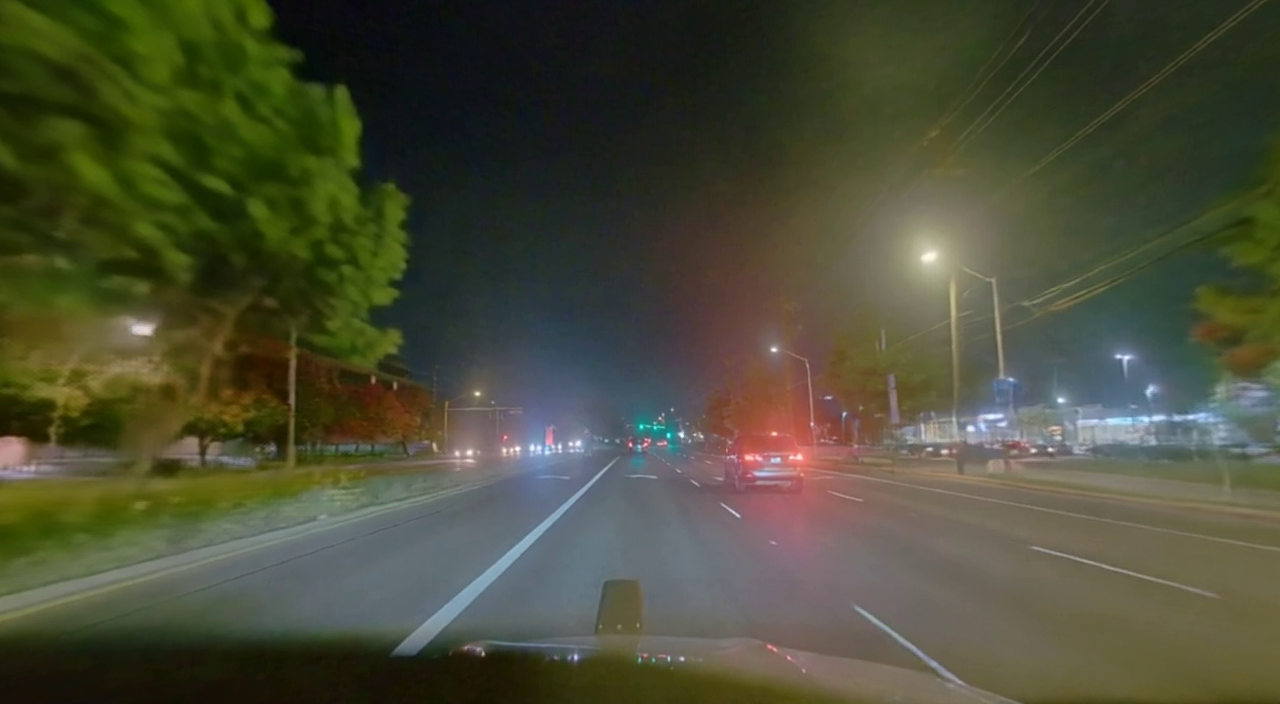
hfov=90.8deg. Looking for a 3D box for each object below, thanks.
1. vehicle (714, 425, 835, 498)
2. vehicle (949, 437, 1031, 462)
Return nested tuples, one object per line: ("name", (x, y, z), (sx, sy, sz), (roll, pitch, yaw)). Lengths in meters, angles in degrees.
("vehicle", (3.403, 2.869, 16.933), (2.128, 1.699, 4.222), (0, -8, -2))
("vehicle", (24.767, 6.909, 44.772), (4.599, 1.647, 1.924), (0, -8, 1))
